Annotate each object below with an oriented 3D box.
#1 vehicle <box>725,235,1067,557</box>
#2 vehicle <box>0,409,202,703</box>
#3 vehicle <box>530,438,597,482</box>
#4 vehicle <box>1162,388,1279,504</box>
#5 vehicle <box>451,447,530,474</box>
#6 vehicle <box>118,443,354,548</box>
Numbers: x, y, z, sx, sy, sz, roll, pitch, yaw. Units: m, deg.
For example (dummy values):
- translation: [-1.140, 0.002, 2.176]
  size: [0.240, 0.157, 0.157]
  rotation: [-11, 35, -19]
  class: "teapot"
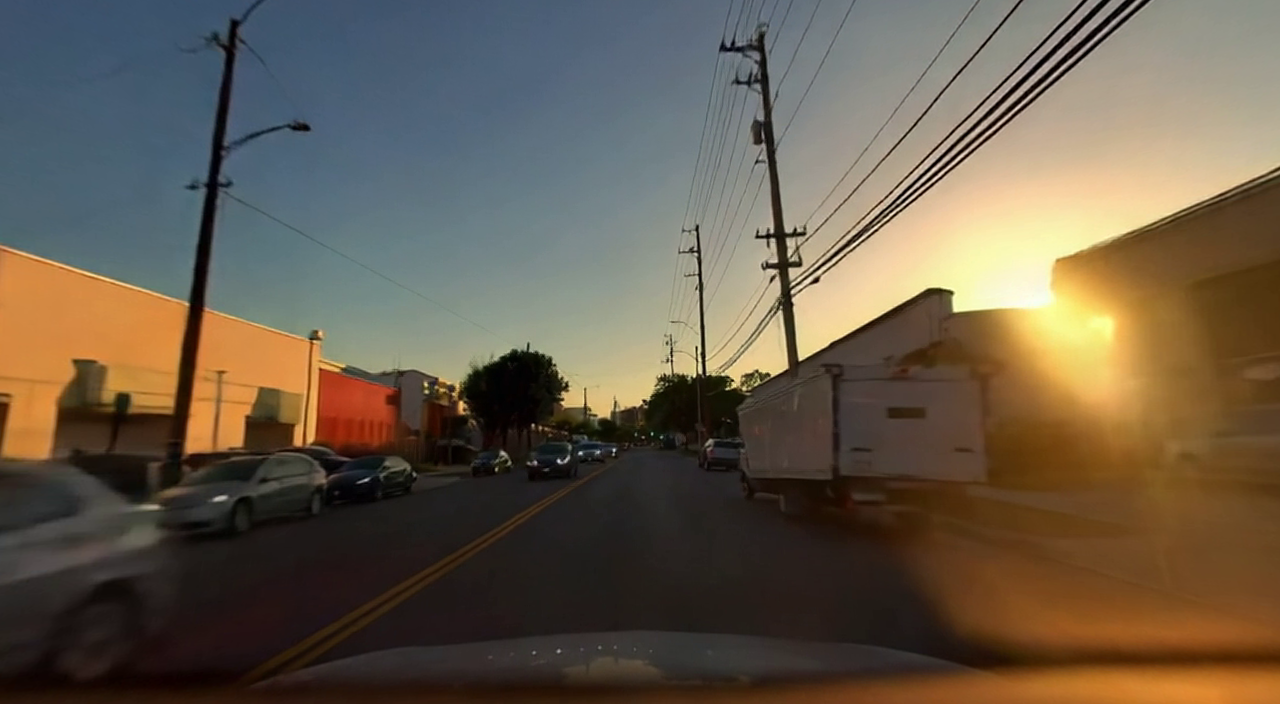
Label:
- translation: [3.592, 1.097, 11.824]
  size: [2.874, 3.757, 8.612]
  rotation: [2, -9, 1]
  class: "vehicle"
- translation: [-3.892, 0.960, 2.005]
  size: [2.020, 1.528, 4.258]
  rotation: [-3, -9, -1]
  class: "vehicle"
- translation: [-3.059, 4.446, 26.239]
  size: [2.061, 1.679, 4.042]
  rotation: [-1, -9, 3]
  class: "vehicle"
- translation: [10.609, 1.401, 9.456]
  size: [2.040, 1.722, 4.502]
  rotation: [-1, -9, 7]
  class: "vehicle"
- translation: [-10.035, 7.262, 42.325]
  size: [4.936, 1.703, 1.959]
  rotation: [3, -9, -18]
  class: "vehicle"
- translation: [-8.166, 2.844, 13.455]
  size: [1.954, 1.622, 4.761]
  rotation: [-5, -8, -1]
  class: "vehicle"
